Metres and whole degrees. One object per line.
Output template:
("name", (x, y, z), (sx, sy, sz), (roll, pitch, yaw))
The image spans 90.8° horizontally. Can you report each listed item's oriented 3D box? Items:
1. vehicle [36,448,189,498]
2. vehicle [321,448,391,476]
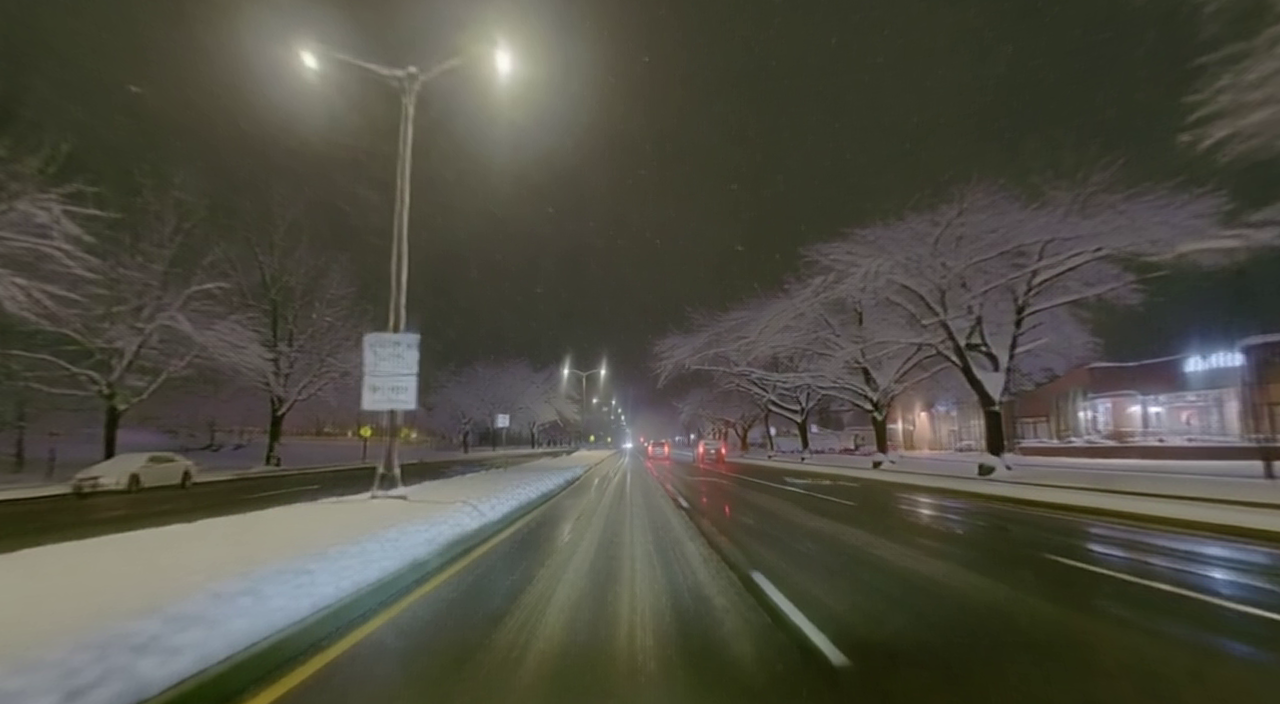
("vehicle", (-19.670, 4.490, 23.890), (1.957, 1.643, 4.460), (-1, -9, -1))
("vehicle", (-16.500, 6.369, 36.944), (1.961, 1.480, 4.520), (0, -8, 0))
